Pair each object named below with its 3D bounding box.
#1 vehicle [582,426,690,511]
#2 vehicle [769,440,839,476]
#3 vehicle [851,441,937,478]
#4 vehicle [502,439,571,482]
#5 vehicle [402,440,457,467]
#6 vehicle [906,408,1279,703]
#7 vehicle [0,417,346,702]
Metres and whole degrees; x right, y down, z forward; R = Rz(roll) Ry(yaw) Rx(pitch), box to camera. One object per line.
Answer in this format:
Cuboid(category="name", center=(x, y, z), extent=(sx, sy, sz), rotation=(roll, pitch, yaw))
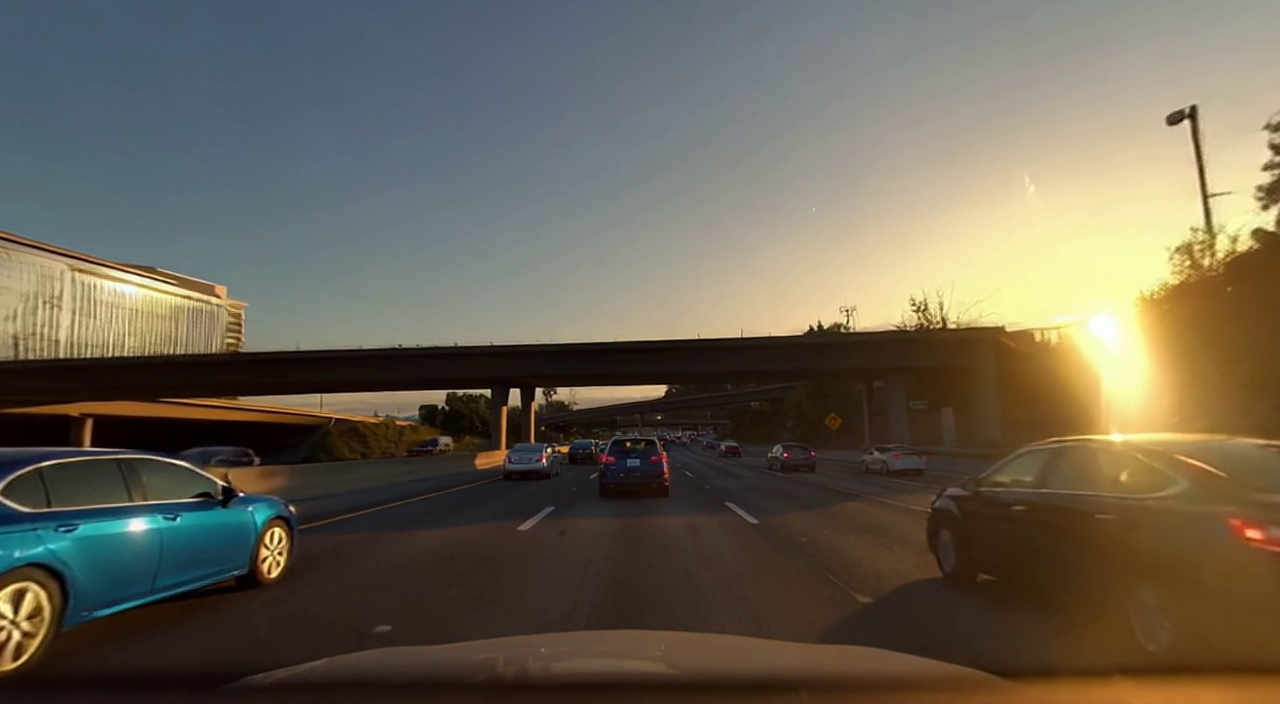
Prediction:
Cuboid(category="vehicle", center=(-0.064, 2.672, 14.814), extent=(2.181, 1.697, 4.021), rotation=(0, -9, 1))
Cuboid(category="vehicle", center=(7.681, 5.015, 29.995), extent=(2.049, 1.521, 4.604), rotation=(0, -9, 0))
Cuboid(category="vehicle", center=(11.335, 4.833, 28.484), extent=(2.008, 1.516, 4.385), rotation=(0, -9, 0))
Cuboid(category="vehicle", center=(-3.996, 4.255, 24.994), extent=(1.947, 1.516, 4.295), rotation=(0, -9, 1))
Cuboid(category="vehicle", center=(-14.413, 6.991, 43.366), extent=(2.102, 1.715, 4.669), rotation=(0, -9, 1))
Cuboid(category="vehicle", center=(3.922, 1.272, 4.531), extent=(2.031, 1.492, 4.577), rotation=(0, -9, 0))
Cuboid(category="vehicle", center=(-4.324, 1.310, 4.808), extent=(1.974, 1.478, 4.412), rotation=(0, -9, 0))
